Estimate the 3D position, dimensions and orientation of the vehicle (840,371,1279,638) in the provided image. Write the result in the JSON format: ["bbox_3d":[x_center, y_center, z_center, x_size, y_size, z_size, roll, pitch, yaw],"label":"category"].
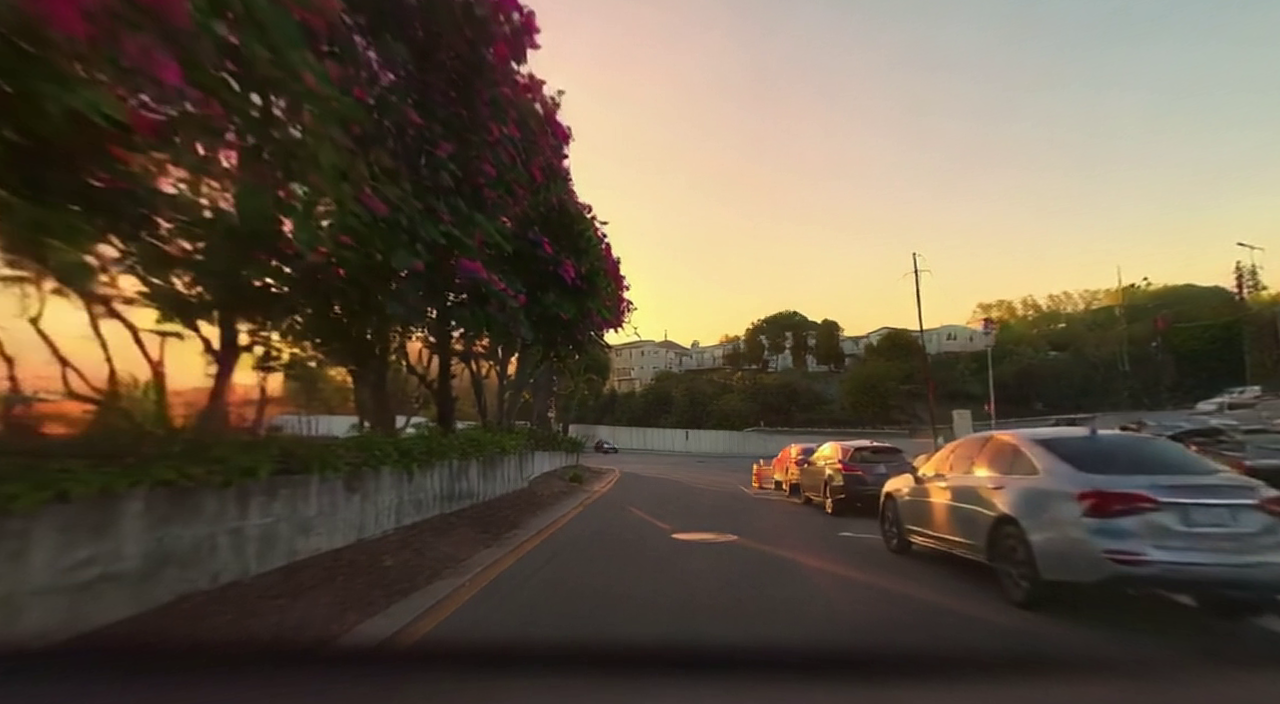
[{"bbox_3d":[3.994,1.344,6.606,2.270,1.749,4.792,0,-8,1],"label":"vehicle"}]

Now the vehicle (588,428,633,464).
[{"bbox_3d":[-2.077,7.055,47.300,2.788,2.451,7.130,0,-8,2],"label":"vehicle"}]
